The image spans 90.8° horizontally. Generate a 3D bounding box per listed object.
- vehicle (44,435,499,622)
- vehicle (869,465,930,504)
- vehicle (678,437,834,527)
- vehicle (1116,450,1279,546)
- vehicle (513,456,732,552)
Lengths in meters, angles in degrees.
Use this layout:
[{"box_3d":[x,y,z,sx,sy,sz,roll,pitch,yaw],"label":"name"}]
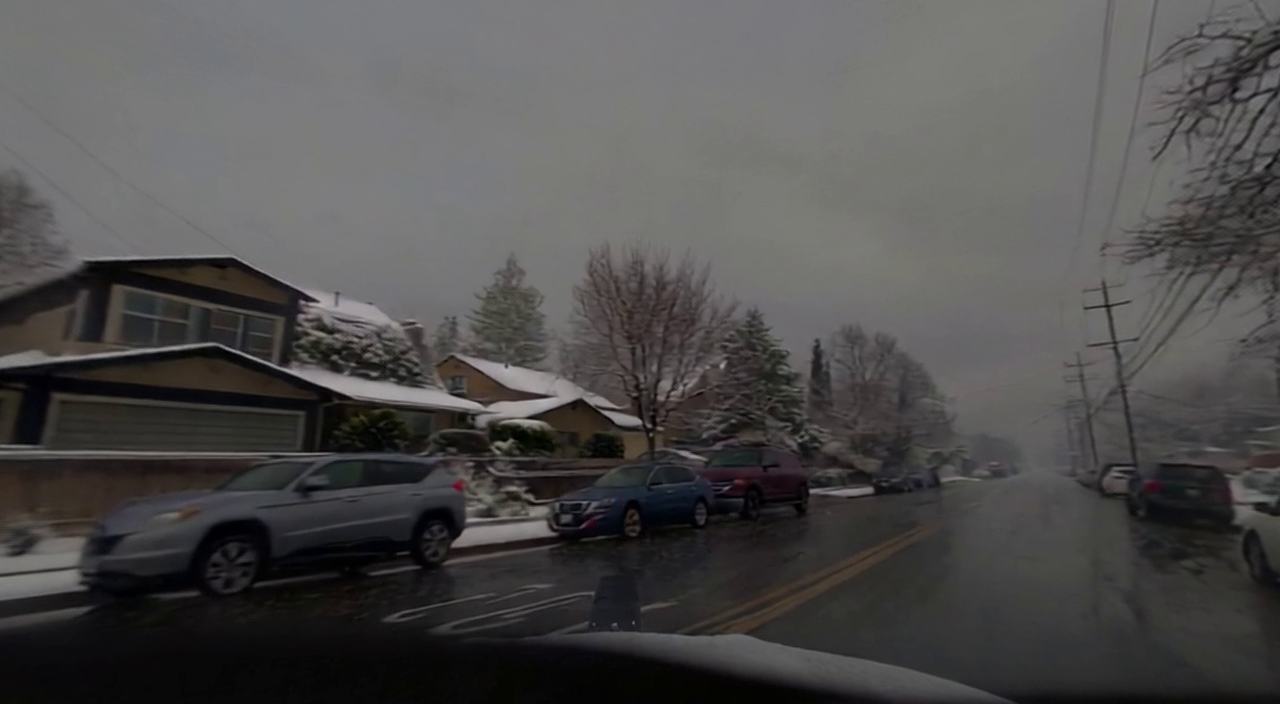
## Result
[{"box_3d":[-3.671,1.798,7.060,1.754,1.437,3.885,-7,-14,33],"label":"vehicle"},{"box_3d":[13.303,6.688,32.215,1.971,1.648,4.638,-5,-10,32],"label":"vehicle"},{"box_3d":[3.226,3.442,16.850,2.194,1.995,4.814,-9,-14,34],"label":"vehicle"},{"box_3d":[15.027,3.742,17.158,2.547,2.075,5.693,-5,-10,30],"label":"vehicle"},{"box_3d":[-0.111,2.772,11.951,1.823,1.427,4.407,-8,-14,34],"label":"vehicle"}]
